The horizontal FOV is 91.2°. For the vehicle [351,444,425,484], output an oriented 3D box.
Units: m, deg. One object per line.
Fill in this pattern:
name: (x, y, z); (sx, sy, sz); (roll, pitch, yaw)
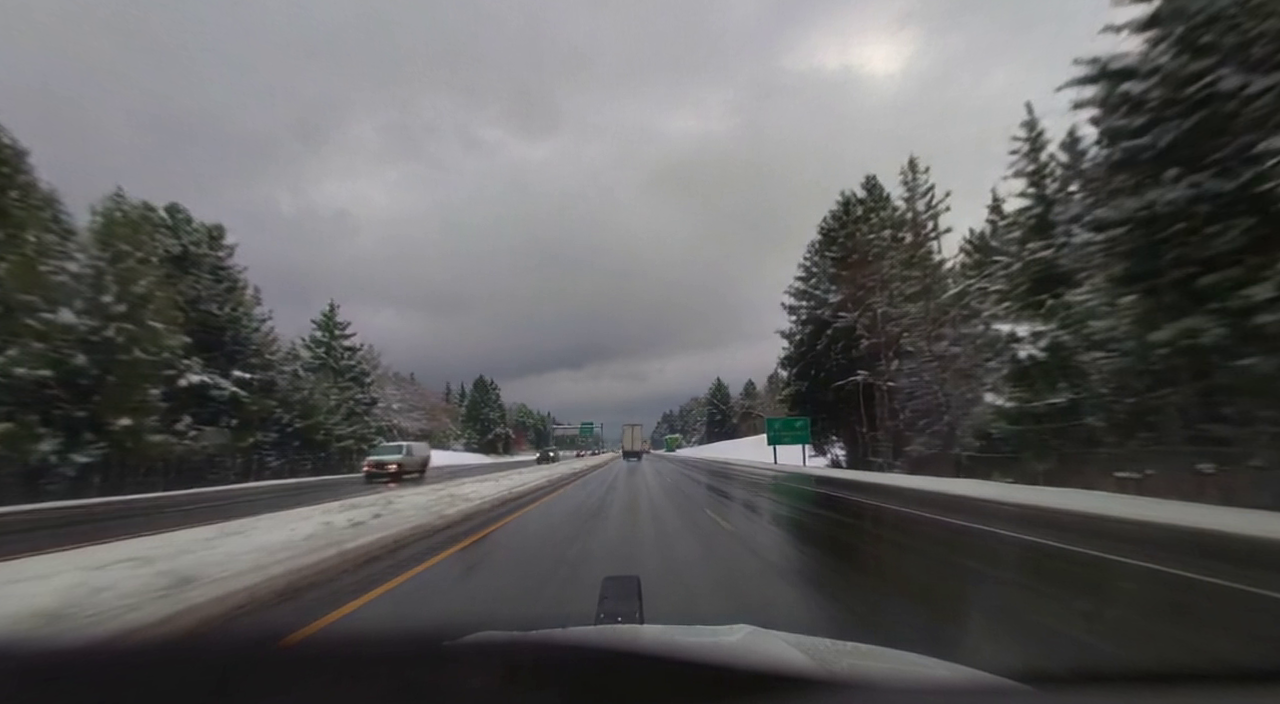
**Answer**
vehicle: (-13.774, 6.122, 34.575); (2.096, 1.982, 4.795); (0, -9, 0)
